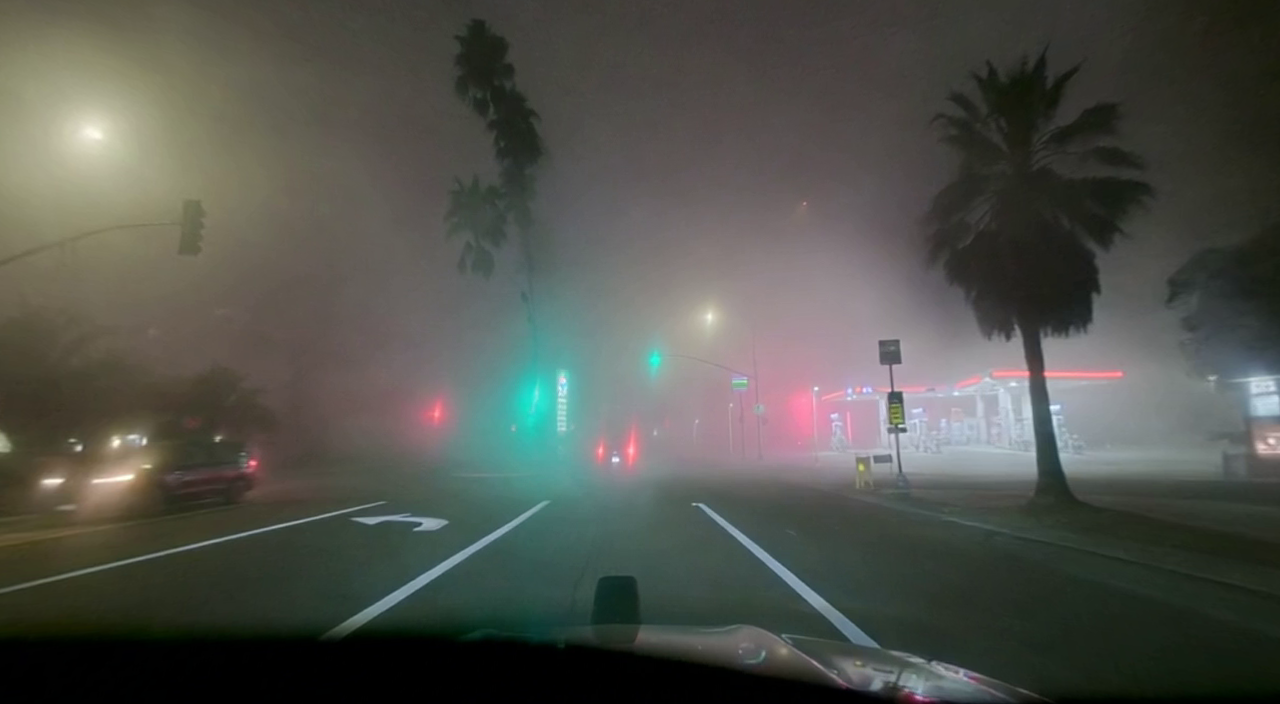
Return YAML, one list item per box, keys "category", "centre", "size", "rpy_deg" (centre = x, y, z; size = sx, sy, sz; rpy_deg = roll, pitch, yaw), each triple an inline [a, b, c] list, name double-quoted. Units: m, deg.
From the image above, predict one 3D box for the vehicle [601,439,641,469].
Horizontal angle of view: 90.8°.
- category: "vehicle"
  centre: [-1.043, 5.645, 35.095]
  size: [2.073, 1.525, 4.809]
  rpy_deg: [0, -8, -2]

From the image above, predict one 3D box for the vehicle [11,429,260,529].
- category: "vehicle"
  centre: [-11.378, 2.850, 14.816]
  size: [2.009, 1.949, 4.488]
  rpy_deg: [0, -8, 1]
